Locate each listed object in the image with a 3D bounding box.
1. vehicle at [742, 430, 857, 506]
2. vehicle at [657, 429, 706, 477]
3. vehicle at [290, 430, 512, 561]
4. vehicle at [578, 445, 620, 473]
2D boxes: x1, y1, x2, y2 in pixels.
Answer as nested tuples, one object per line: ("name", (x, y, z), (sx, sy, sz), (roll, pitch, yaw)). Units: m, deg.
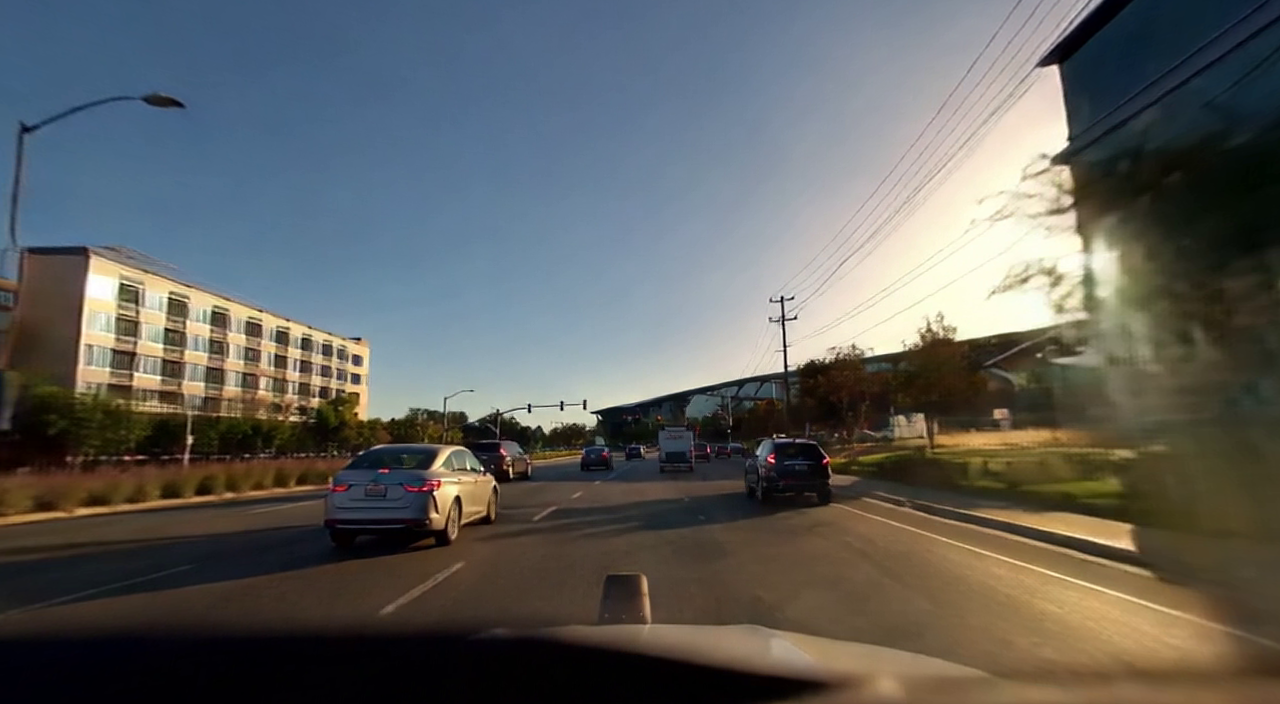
("vehicle", (4.447, 3.307, 18.358), (2.283, 1.923, 4.427), (0, -8, 1))
("vehicle", (2.414, 5.656, 35.450), (2.457, 2.440, 5.486), (-1, -9, 7))
("vehicle", (-3.454, 2.119, 9.969), (1.934, 1.643, 3.718), (0, -8, 2))
("vehicle", (-2.404, 6.408, 37.872), (1.984, 1.567, 4.311), (0, -8, 4))
